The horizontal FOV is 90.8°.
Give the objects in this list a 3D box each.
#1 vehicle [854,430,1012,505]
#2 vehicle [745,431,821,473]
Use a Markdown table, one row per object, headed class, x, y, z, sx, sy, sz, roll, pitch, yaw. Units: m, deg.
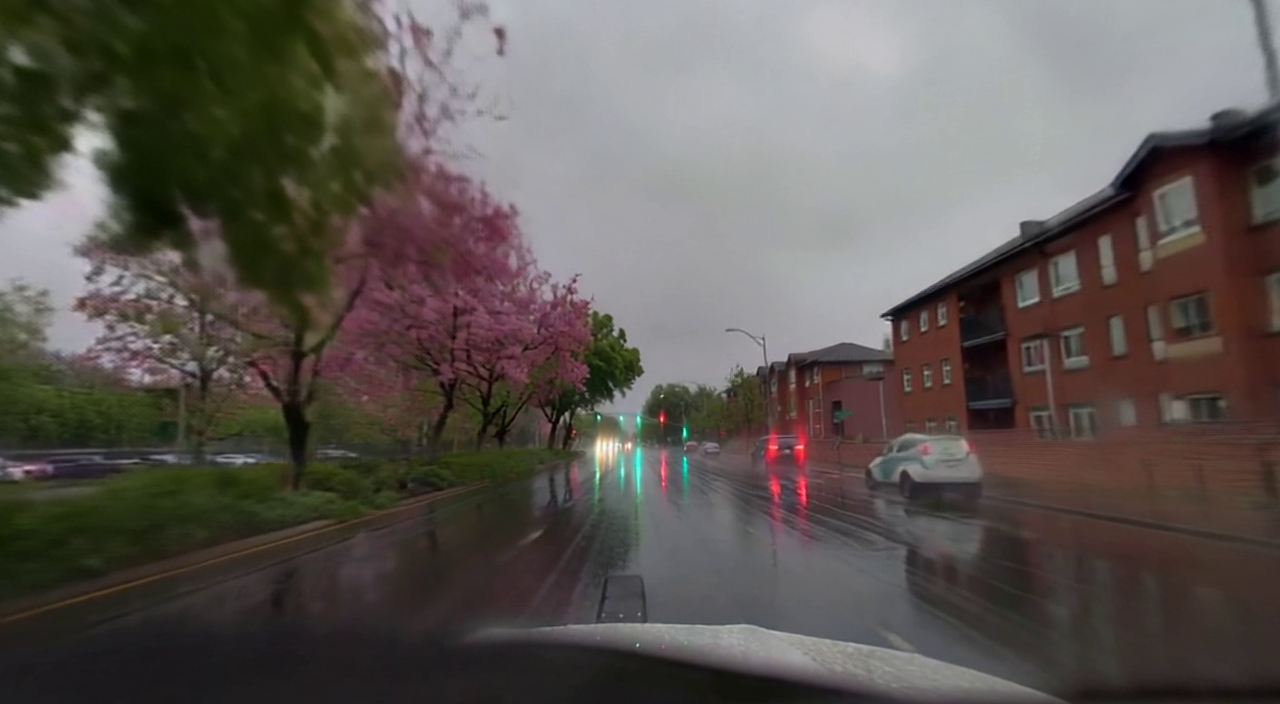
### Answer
| class | x | y | z | sx | sy | sz | roll | pitch | yaw |
| --- | --- | --- | --- | --- | --- | --- | --- | --- | --- |
| vehicle | 7.254 | 2.899 | 16.237 | 1.940 | 1.647 | 4.309 | 0 | -9 | -1 |
| vehicle | 6.976 | 4.974 | 31.580 | 2.450 | 1.892 | 5.107 | 0 | -9 | -2 |
